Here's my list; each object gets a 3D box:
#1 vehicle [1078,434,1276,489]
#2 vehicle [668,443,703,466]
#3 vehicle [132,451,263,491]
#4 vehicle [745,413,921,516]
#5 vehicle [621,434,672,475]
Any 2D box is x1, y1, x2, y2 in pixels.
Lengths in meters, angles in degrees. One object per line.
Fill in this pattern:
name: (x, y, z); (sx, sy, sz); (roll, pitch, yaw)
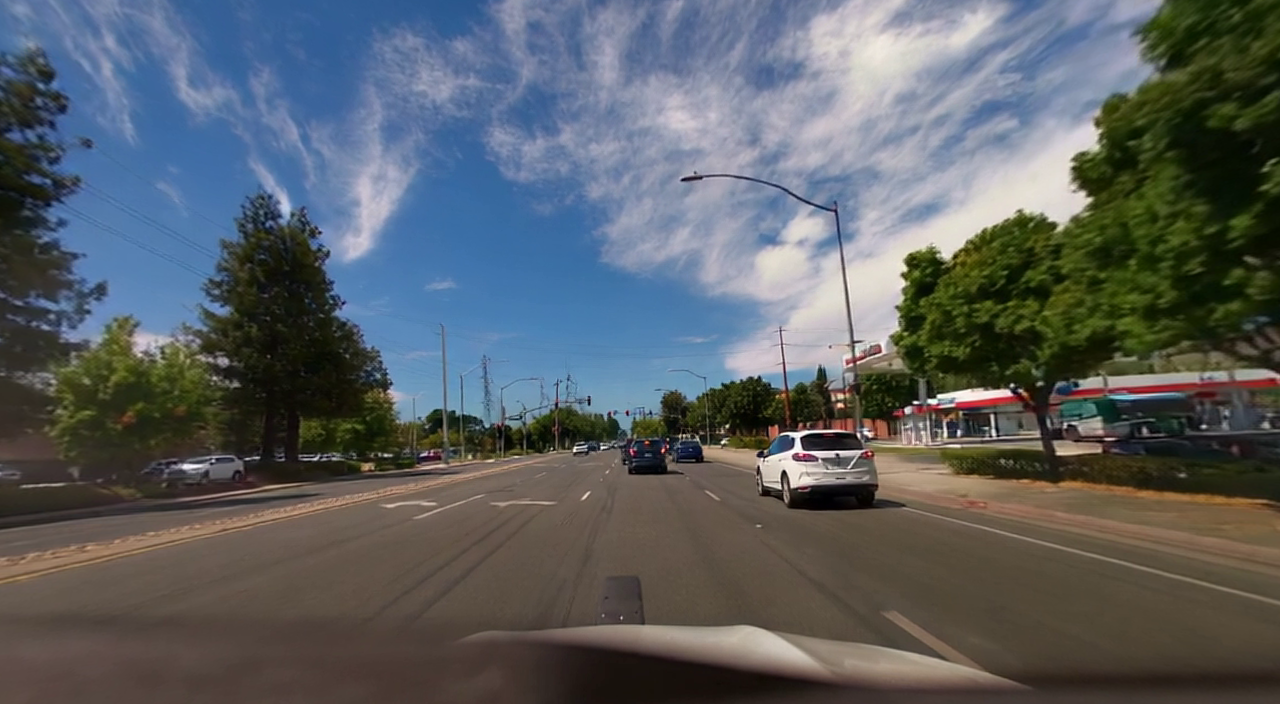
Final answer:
vehicle: (15.762, 3.215, 18.734); (4.165, 1.517, 1.795); (0, -9, 0)
vehicle: (2.814, 6.485, 40.078); (1.822, 1.331, 3.583); (0, -9, -2)
vehicle: (-24.332, 6.498, 35.032); (2.100, 1.937, 5.517); (-4, -9, 26)
vehicle: (3.818, 2.355, 13.655); (2.116, 1.791, 5.006); (0, -8, -1)
vehicle: (0.205, 4.652, 28.764); (2.164, 1.718, 3.881); (0, -8, -2)
